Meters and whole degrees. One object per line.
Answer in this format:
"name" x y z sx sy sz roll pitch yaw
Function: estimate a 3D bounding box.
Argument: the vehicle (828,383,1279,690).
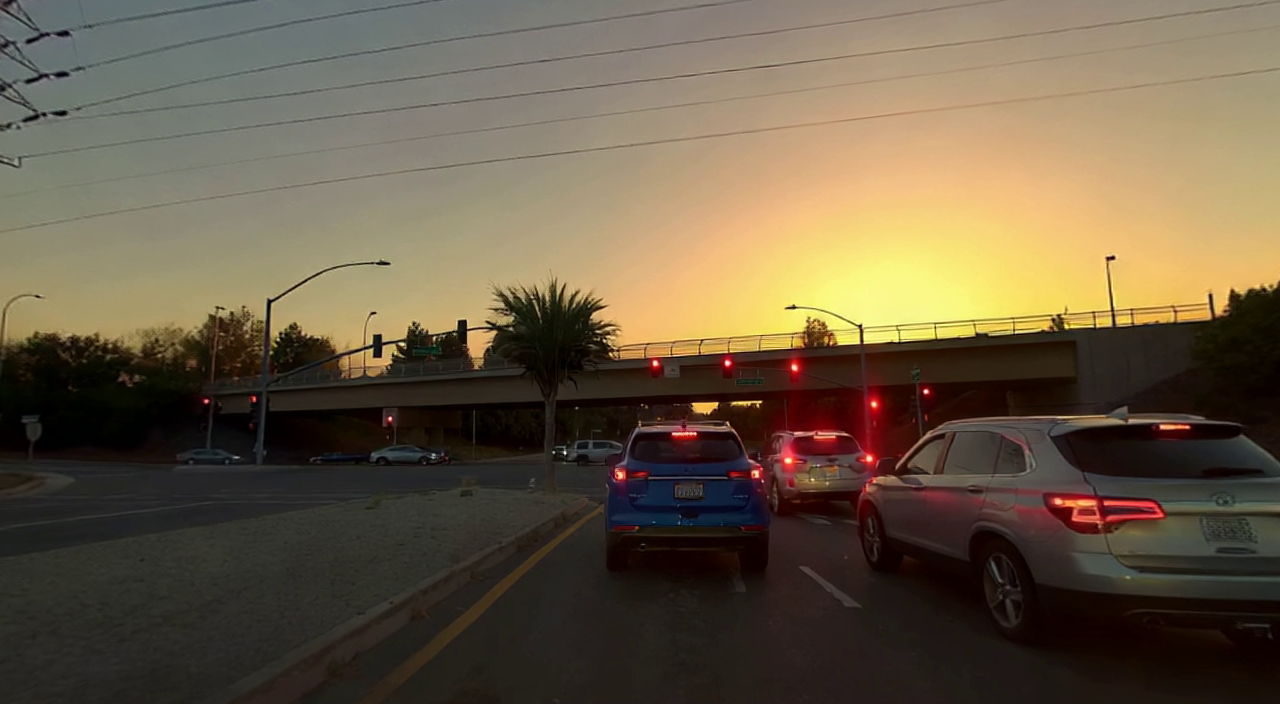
"vehicle" 3.415 1.336 5.789 1.990 1.649 4.625 0 -8 1

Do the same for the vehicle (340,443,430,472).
"vehicle" -15.727 6.491 39.092 4.673 1.740 2.174 -2 -9 13

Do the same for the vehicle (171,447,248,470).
"vehicle" -29.626 7.311 43.462 4.411 1.466 1.998 -3 -9 19

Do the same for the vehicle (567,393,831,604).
"vehicle" 0.445 1.562 7.615 2.240 1.778 4.335 0 -8 -2
